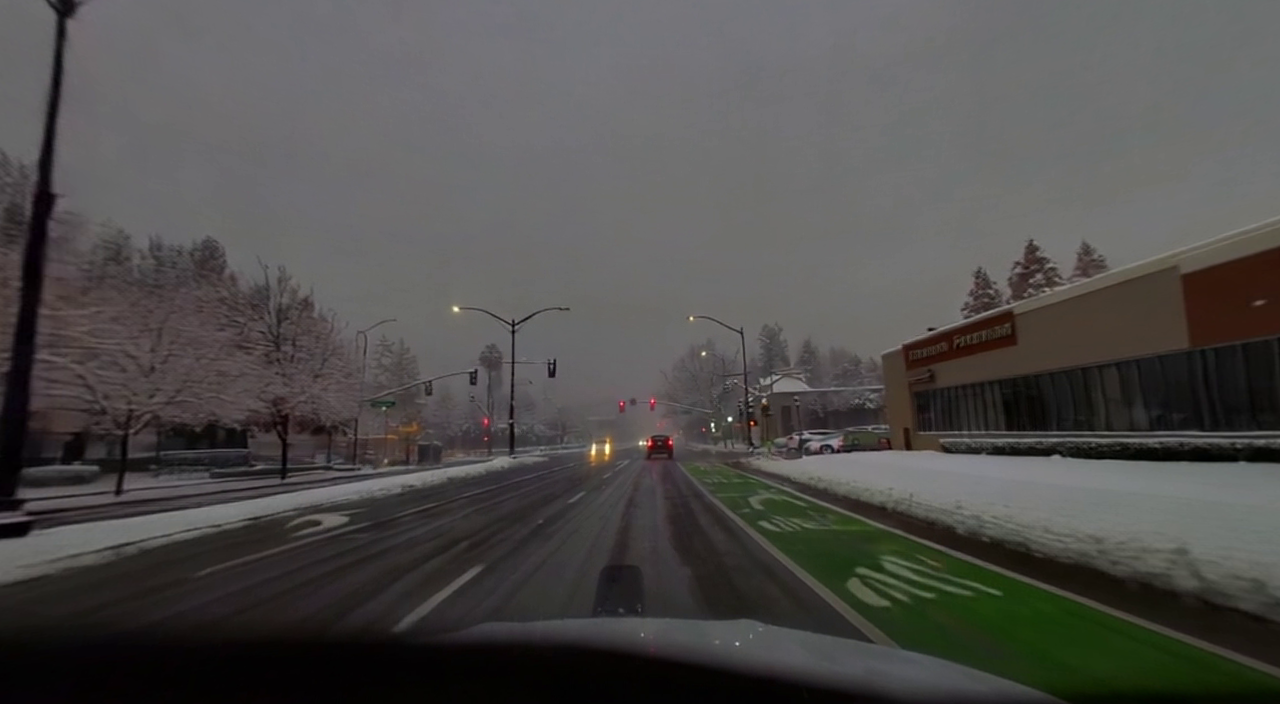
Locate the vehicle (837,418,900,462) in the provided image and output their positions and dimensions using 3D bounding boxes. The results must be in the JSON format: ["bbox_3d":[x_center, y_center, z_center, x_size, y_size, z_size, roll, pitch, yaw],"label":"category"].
[{"bbox_3d":[12.311,4.800,34.446,1.996,2.172,5.298,-1,-8,6],"label":"vehicle"}]

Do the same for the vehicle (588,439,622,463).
[{"bbox_3d":[-2.313,6.682,42.718,1.969,1.481,3.868,-1,-8,2],"label":"vehicle"}]

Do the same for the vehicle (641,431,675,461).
[{"bbox_3d":[1.217,6.434,43.378,2.206,1.922,4.262,0,-8,1],"label":"vehicle"}]

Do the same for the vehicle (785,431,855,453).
[{"bbox_3d":[13.737,6.897,48.395,4.685,1.554,2.019,-1,-8,2],"label":"vehicle"}]
